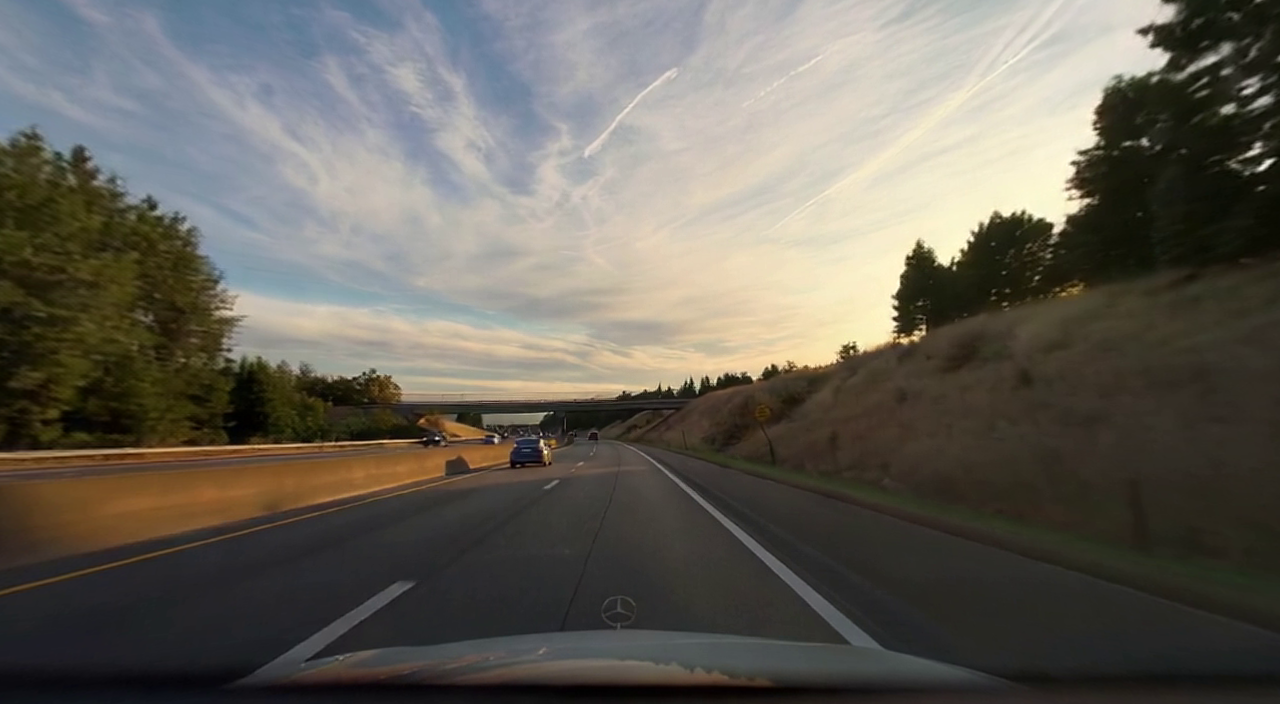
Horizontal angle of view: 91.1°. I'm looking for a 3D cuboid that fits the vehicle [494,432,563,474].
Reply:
[{"bbox_3d":[-4.337,3.981,25.170,2.005,1.509,4.260,0,-8,-1],"label":"vehicle"}]
